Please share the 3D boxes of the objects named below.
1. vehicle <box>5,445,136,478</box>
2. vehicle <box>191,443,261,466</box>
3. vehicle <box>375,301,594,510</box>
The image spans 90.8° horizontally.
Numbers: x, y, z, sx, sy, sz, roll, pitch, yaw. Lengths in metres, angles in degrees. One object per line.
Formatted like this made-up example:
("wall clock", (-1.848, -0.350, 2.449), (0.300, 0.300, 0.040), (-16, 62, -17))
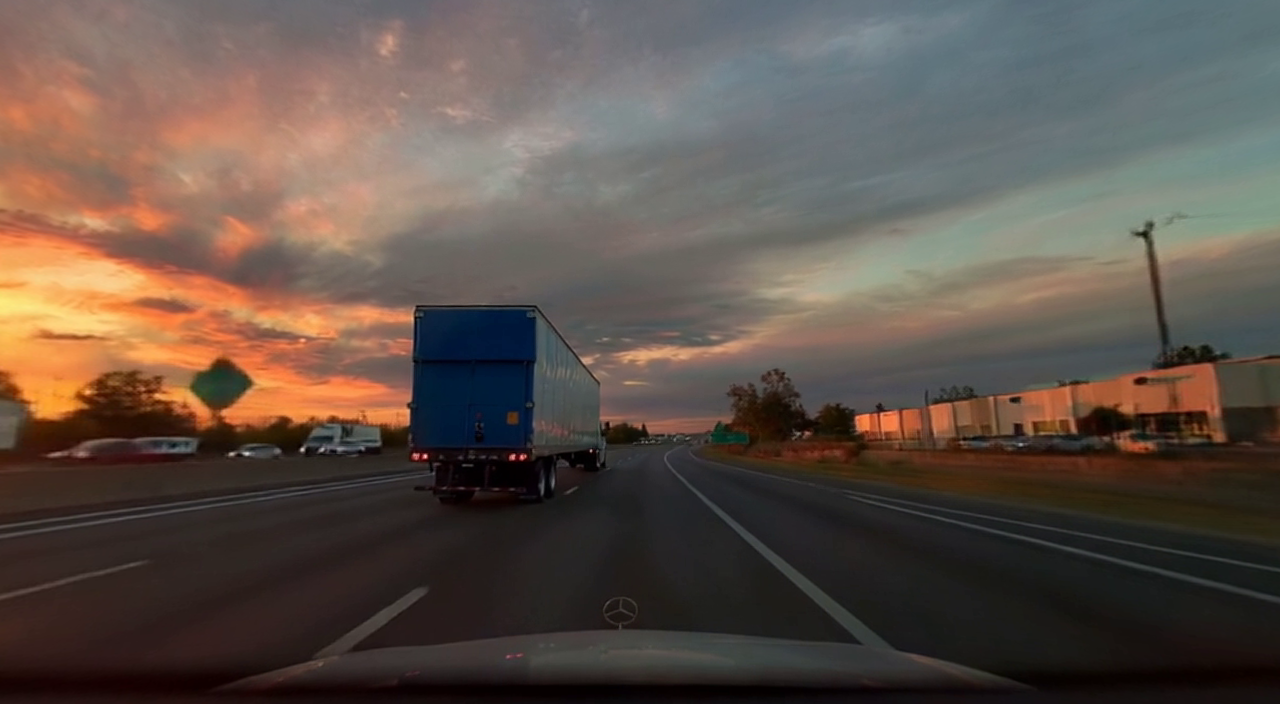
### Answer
("vehicle", (-27.661, 5.302, 30.950), (1.911, 1.505, 4.787), (0, -8, 1))
("vehicle", (-31.465, 7.784, 48.161), (1.950, 1.673, 4.792), (0, -8, 1))
("vehicle", (-3.620, 2.191, 20.569), (2.939, 4.132, 16.303), (0, -8, 0))
